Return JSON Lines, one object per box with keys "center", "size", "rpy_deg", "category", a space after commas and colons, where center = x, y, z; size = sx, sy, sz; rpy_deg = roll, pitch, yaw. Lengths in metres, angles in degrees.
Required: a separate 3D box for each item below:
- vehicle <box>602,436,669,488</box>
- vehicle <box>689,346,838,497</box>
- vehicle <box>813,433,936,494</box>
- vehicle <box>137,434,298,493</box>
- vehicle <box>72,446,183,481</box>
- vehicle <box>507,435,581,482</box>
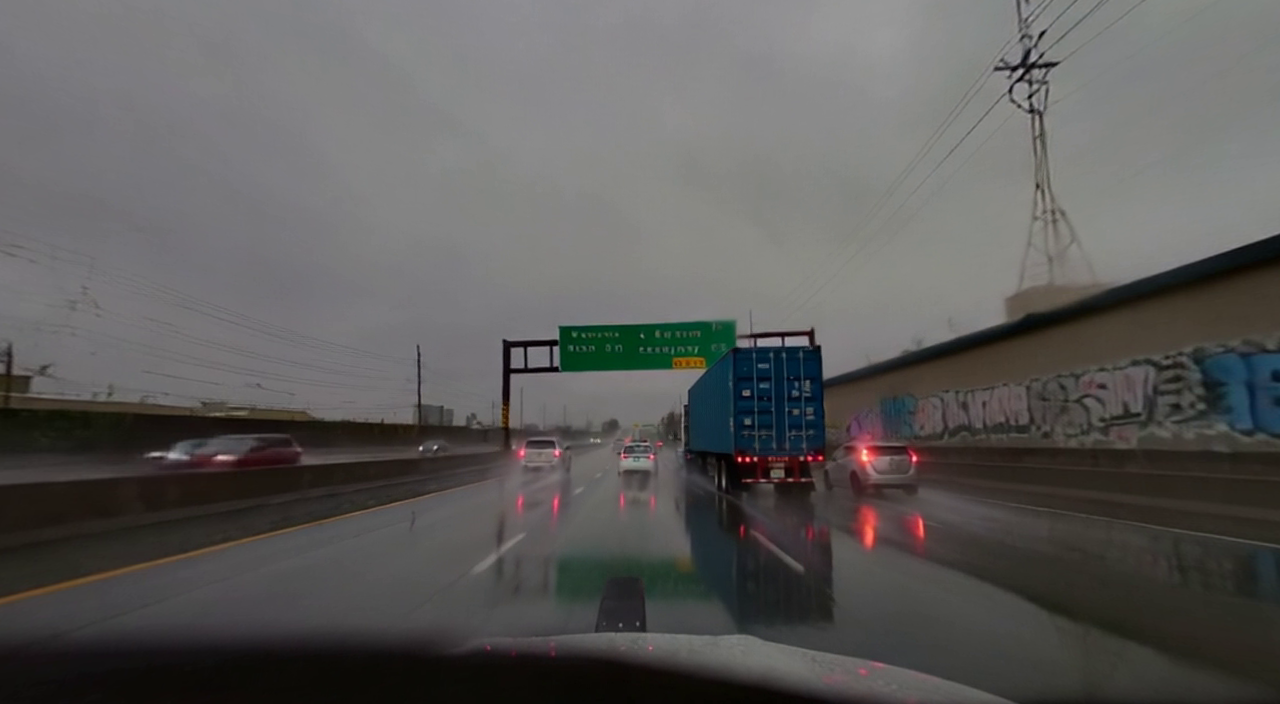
{"center": [-0.160, 3.907, 22.737], "size": [2.191, 1.685, 4.015], "rpy_deg": [0, -9, 0], "category": "vehicle"}
{"center": [3.814, 2.827, 23.581], "size": [2.800, 4.039, 13.179], "rpy_deg": [0, -9, 0], "category": "vehicle"}
{"center": [7.423, 3.583, 20.627], "size": [2.202, 1.731, 4.628], "rpy_deg": [0, -9, 0], "category": "vehicle"}
{"center": [-12.969, 3.443, 19.846], "size": [2.019, 1.587, 4.565], "rpy_deg": [0, -9, -2], "category": "vehicle"}
{"center": [-24.813, 5.409, 30.815], "size": [1.844, 1.559, 4.302], "rpy_deg": [1, -9, -2], "category": "vehicle"}
{"center": [-3.926, 4.445, 26.615], "size": [2.264, 1.804, 4.584], "rpy_deg": [0, -9, 2], "category": "vehicle"}
